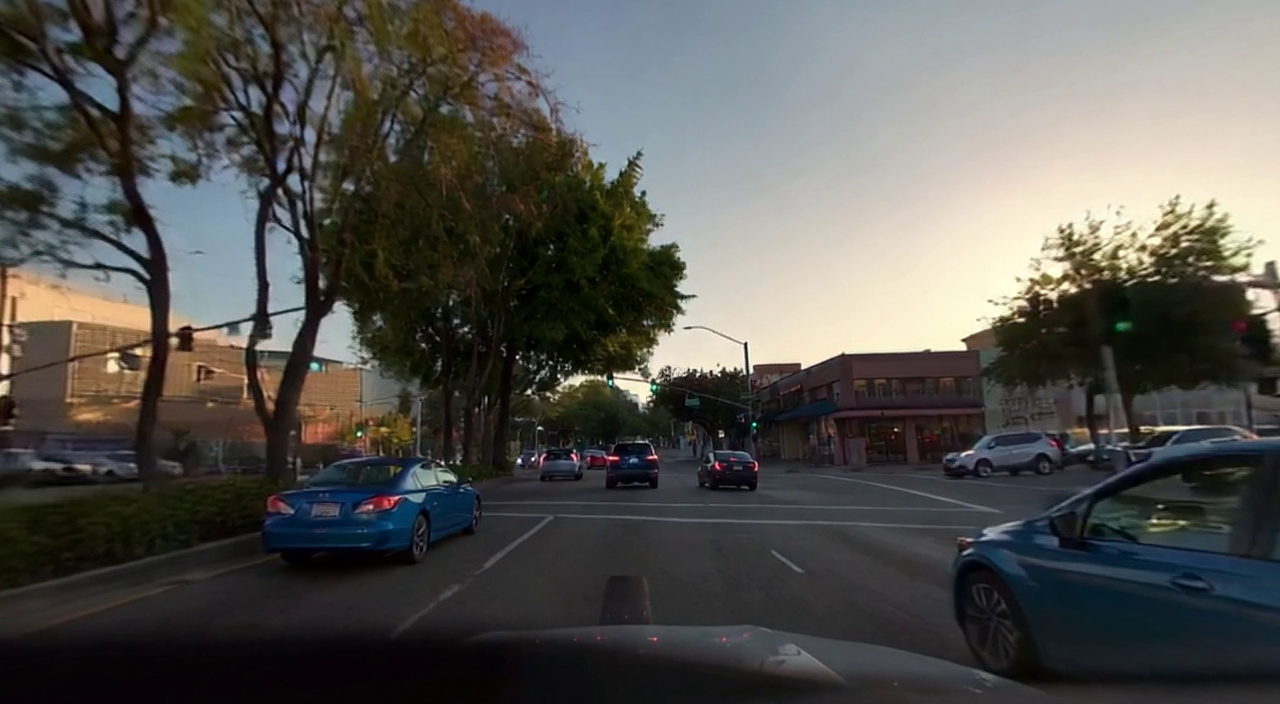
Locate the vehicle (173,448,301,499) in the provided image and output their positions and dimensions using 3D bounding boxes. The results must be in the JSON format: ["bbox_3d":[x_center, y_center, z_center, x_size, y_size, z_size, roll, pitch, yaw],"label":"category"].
[{"bbox_3d":[-16.102,4.814,25.564,1.906,1.839,4.845,0,-9,0],"label":"vehicle"}]

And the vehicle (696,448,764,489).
[{"bbox_3d":[3.476,4.599,25.247,2.058,1.472,4.317,0,-9,0],"label":"vehicle"}]

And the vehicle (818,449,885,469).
[{"bbox_3d":[16.175,8.194,48.367,4.407,1.492,1.930,0,-9,2],"label":"vehicle"}]

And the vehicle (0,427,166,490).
[{"bbox_3d":[-35.100,6.298,37.619,12.467,3.385,3.314,-2,-9,13],"label":"vehicle"}]

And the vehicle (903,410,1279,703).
[{"bbox_3d":[3.096,1.029,2.668,2.052,1.475,4.540,0,-9,1],"label":"vehicle"}]

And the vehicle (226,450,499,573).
[{"bbox_3d":[-3.622,2.127,9.201,2.115,1.369,3.908,0,-9,2],"label":"vehicle"}]

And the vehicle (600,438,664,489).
[{"bbox_3d":[-0.297,4.469,25.608,2.361,1.898,4.465,0,-9,0],"label":"vehicle"}]

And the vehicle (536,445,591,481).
[{"bbox_3d":[-3.699,5.443,31.190,2.130,1.645,3.995,0,-9,1],"label":"vehicle"}]
